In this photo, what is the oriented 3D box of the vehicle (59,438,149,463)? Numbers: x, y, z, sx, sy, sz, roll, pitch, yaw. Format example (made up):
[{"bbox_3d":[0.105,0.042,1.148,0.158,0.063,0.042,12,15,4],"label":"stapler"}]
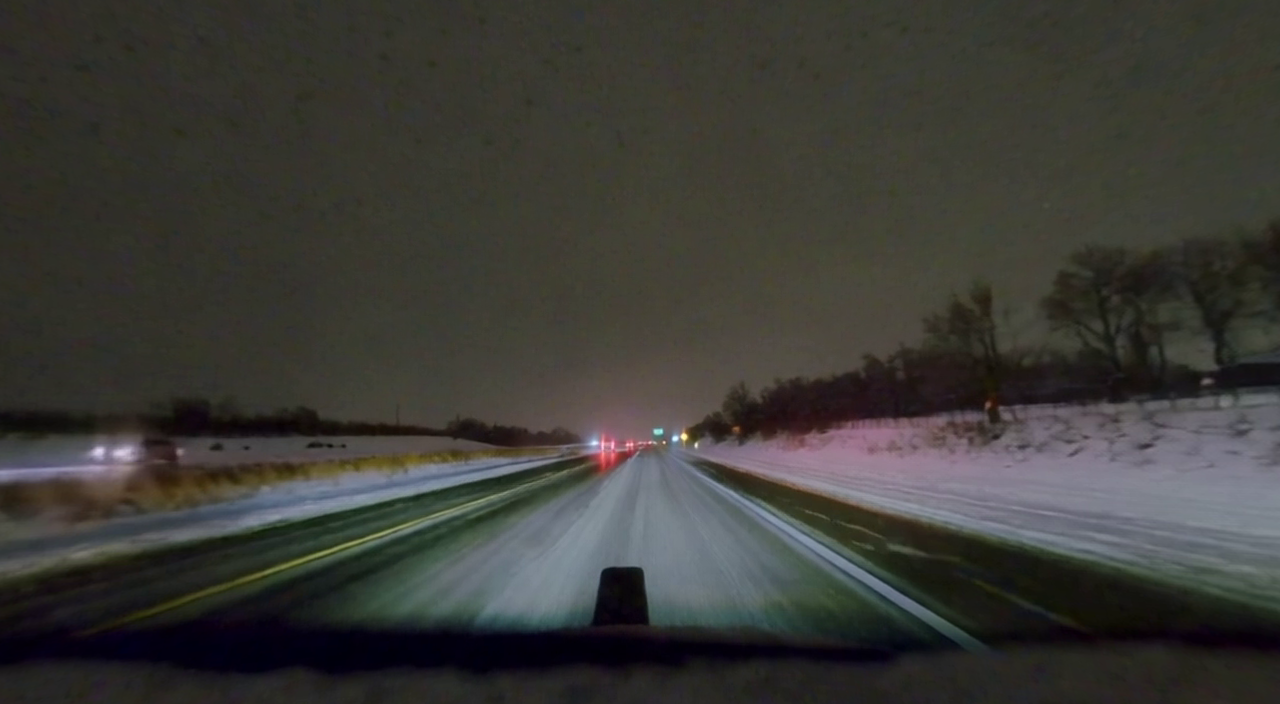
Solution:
[{"bbox_3d":[-33.002,6.076,39.007,1.824,1.477,4.353,0,-8,-1],"label":"vehicle"}]
